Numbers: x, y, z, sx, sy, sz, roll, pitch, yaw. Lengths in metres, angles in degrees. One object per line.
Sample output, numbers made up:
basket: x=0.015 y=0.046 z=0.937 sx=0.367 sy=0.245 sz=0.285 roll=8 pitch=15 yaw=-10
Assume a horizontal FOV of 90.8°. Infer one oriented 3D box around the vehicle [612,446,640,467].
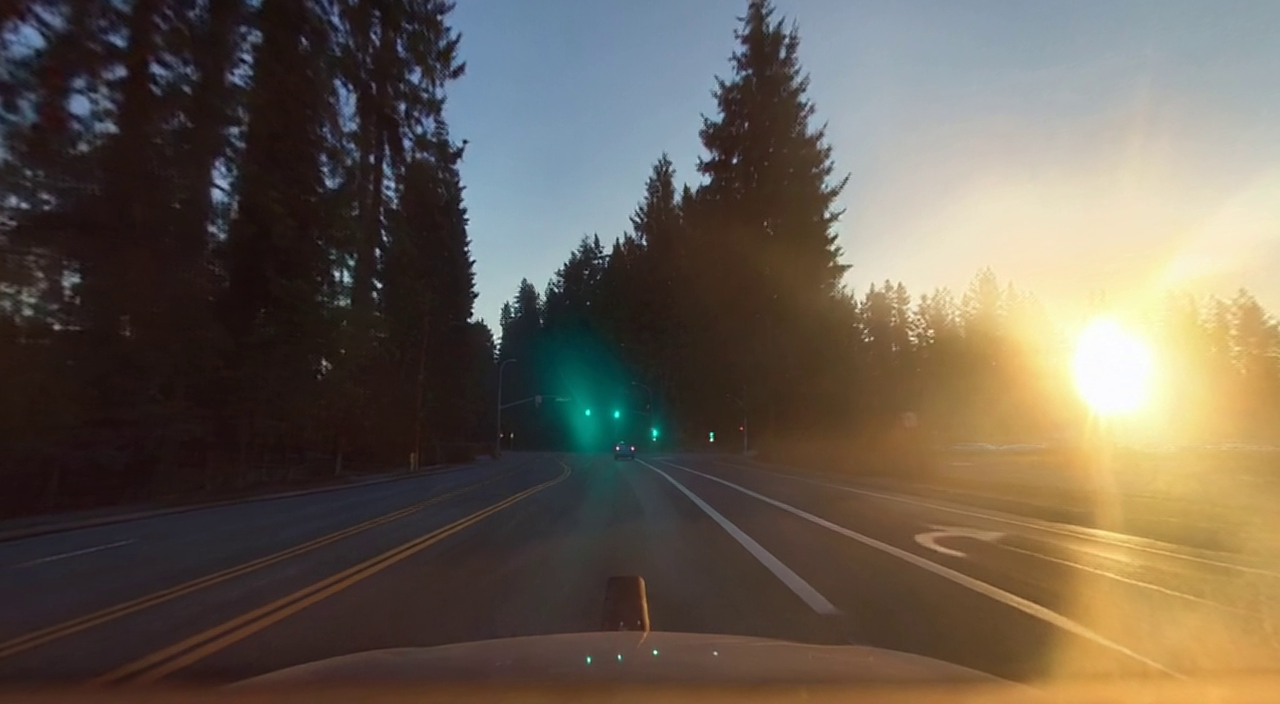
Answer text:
vehicle: x=-1.113 y=7.840 z=47.743 sx=2.042 sy=1.489 sz=3.963 roll=0 pitch=-9 yaw=-3
